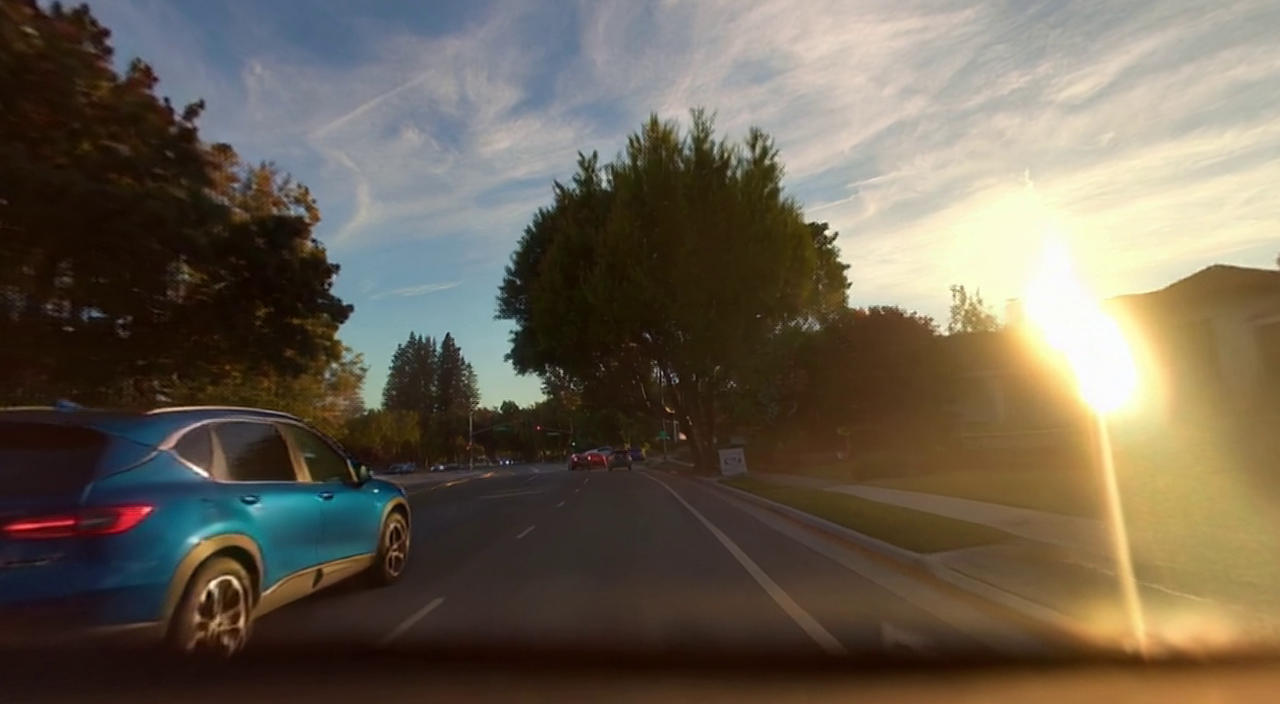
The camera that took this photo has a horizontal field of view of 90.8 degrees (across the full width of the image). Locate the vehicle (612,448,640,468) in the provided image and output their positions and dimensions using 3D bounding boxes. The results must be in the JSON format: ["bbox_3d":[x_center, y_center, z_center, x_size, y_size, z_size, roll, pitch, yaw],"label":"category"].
[{"bbox_3d":[-1.086,7.920,47.380,2.016,1.470,3.784,0,-8,-2],"label":"vehicle"}]

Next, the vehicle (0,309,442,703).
[{"bbox_3d":[-3.548,1.176,4.760,2.276,1.960,5.561,0,-8,0],"label":"vehicle"}]
